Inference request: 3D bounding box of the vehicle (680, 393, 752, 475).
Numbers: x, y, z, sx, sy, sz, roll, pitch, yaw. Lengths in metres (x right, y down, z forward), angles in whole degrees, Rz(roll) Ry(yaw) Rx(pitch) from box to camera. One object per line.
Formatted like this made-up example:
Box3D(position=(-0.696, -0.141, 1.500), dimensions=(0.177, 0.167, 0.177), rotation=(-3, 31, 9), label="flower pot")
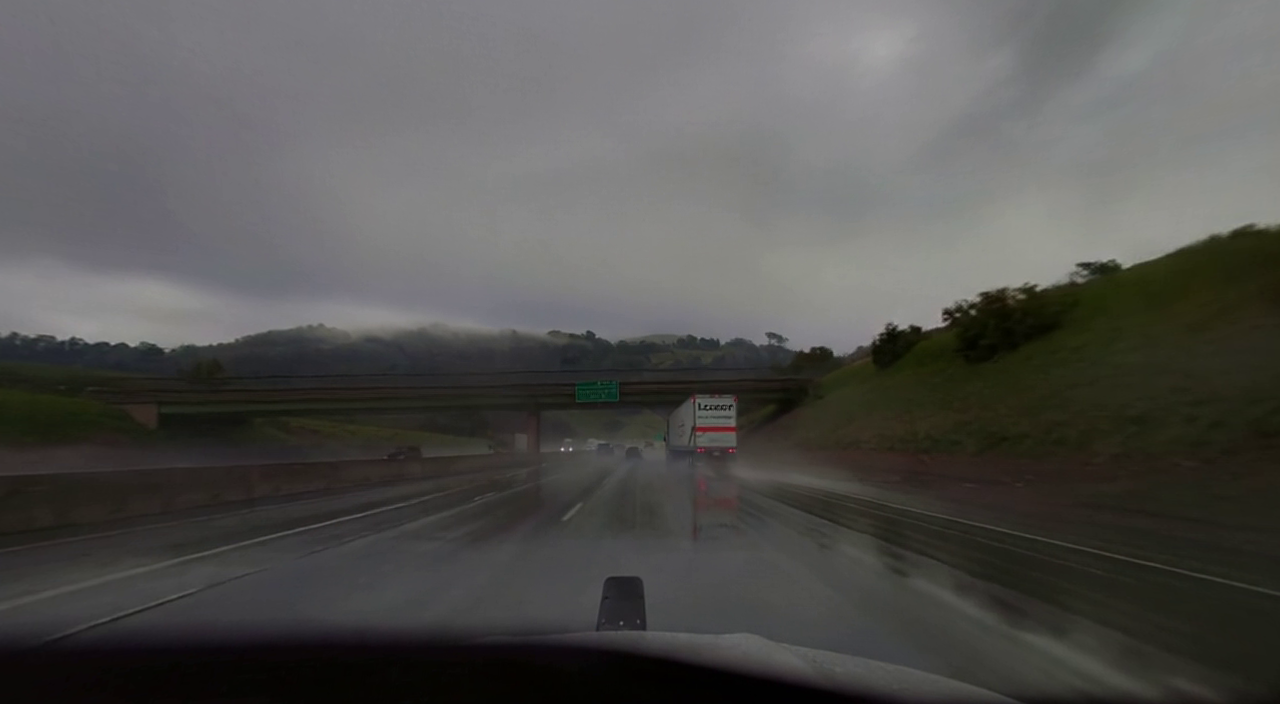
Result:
Box3D(position=(3.969, 4.643, 35.068), dimensions=(2.885, 3.992, 8.526), rotation=(0, -9, 0), label="vehicle")
